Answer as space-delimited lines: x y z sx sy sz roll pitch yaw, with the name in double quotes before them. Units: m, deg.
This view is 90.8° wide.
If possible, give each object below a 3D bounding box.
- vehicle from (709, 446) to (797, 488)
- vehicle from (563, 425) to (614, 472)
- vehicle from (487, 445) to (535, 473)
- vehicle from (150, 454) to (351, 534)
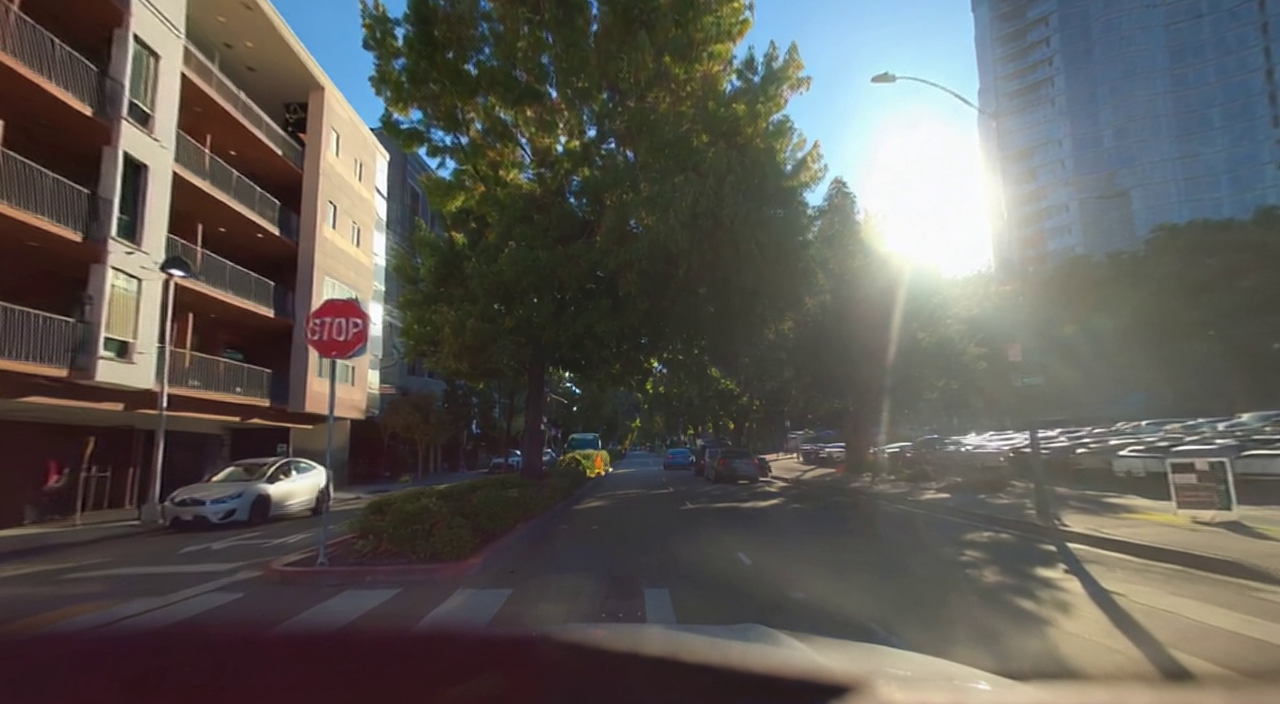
"vehicle" 4.590 4.512 25.239 1.858 1.491 4.329 -6 -10 33
"vehicle" -2.983 5.841 38.463 2.317 2.596 6.053 0 -8 3
"vehicle" -8.853 7.371 43.763 2.256 1.802 4.333 0 -8 1
"vehicle" -8.771 3.187 14.804 2.007 1.503 4.343 0 -8 -1
